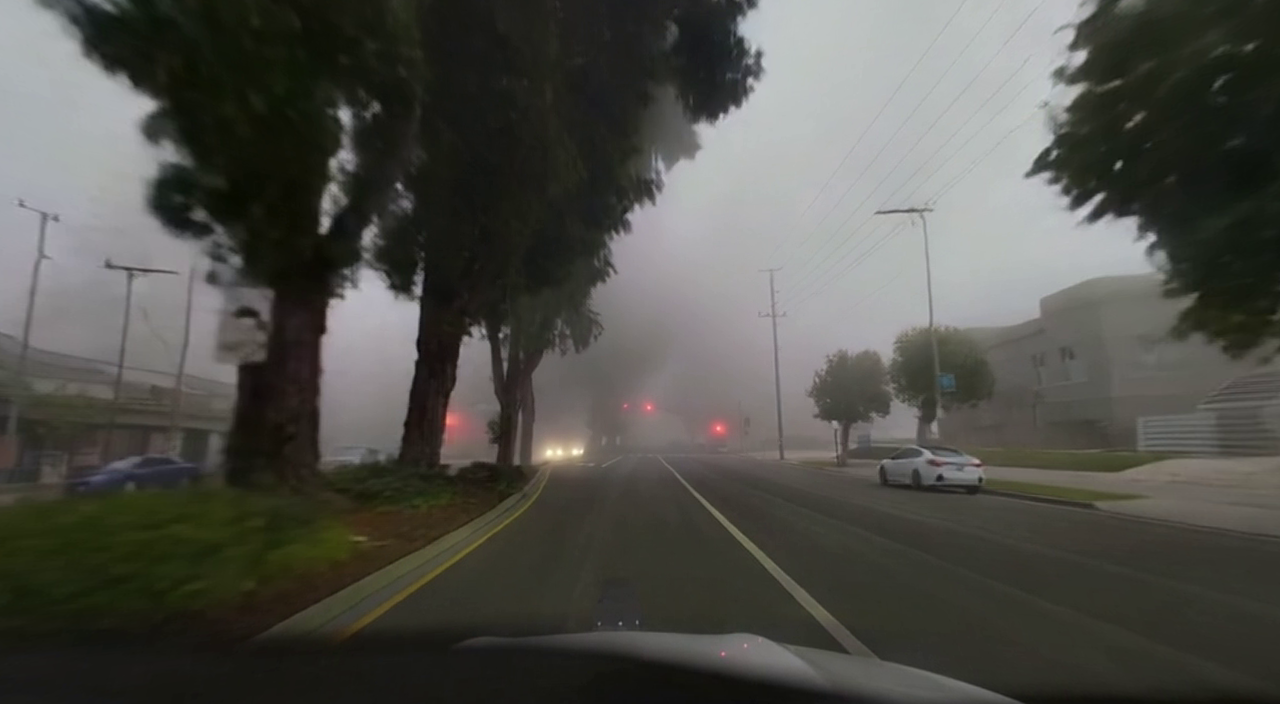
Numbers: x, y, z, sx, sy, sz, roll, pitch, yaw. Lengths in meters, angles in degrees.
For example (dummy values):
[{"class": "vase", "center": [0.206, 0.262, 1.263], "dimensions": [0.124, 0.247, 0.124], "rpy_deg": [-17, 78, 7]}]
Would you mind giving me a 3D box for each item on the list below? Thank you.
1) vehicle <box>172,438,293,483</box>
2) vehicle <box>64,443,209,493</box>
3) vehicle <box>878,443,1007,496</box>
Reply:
[{"class": "vehicle", "center": [-19.328, 5.131, 30.382], "dimensions": [2.085, 1.957, 5.548], "rpy_deg": [0, -8, 1]}, {"class": "vehicle", "center": [-19.531, 4.474, 24.828], "dimensions": [1.966, 1.753, 4.634], "rpy_deg": [0, -9, -2]}, {"class": "vehicle", "center": [9.848, 3.825, 21.069], "dimensions": [1.919, 1.546, 4.730], "rpy_deg": [0, -9, 0]}]
